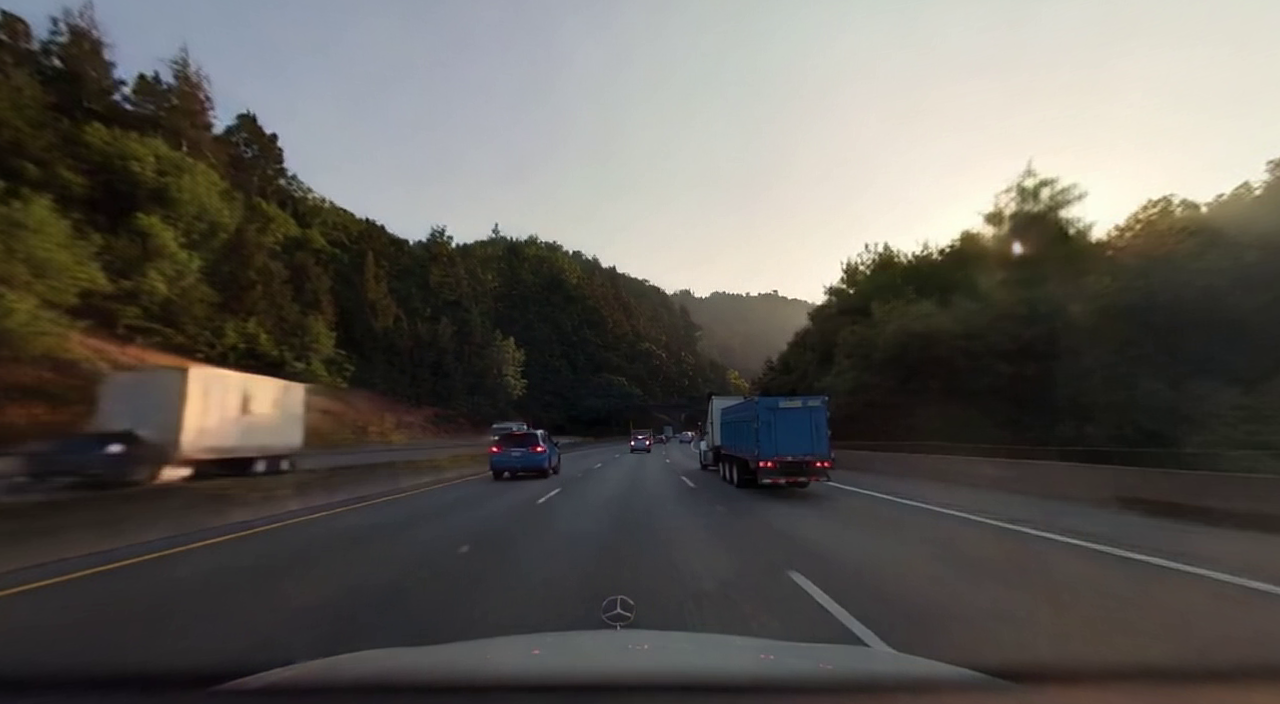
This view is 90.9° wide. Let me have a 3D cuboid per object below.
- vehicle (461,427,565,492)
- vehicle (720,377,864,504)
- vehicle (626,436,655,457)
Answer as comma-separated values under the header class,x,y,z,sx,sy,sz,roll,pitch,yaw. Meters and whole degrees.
class,x,y,z,sx,sy,sz,roll,pitch,yaw
vehicle,-3.395,2.957,17.738,2.008,1.588,4.147,0,-8,1
vehicle,3.354,2.071,14.900,2.256,2.568,4.049,0,-8,-1
vehicle,0.089,7.323,49.077,2.195,1.529,4.572,0,-8,1
